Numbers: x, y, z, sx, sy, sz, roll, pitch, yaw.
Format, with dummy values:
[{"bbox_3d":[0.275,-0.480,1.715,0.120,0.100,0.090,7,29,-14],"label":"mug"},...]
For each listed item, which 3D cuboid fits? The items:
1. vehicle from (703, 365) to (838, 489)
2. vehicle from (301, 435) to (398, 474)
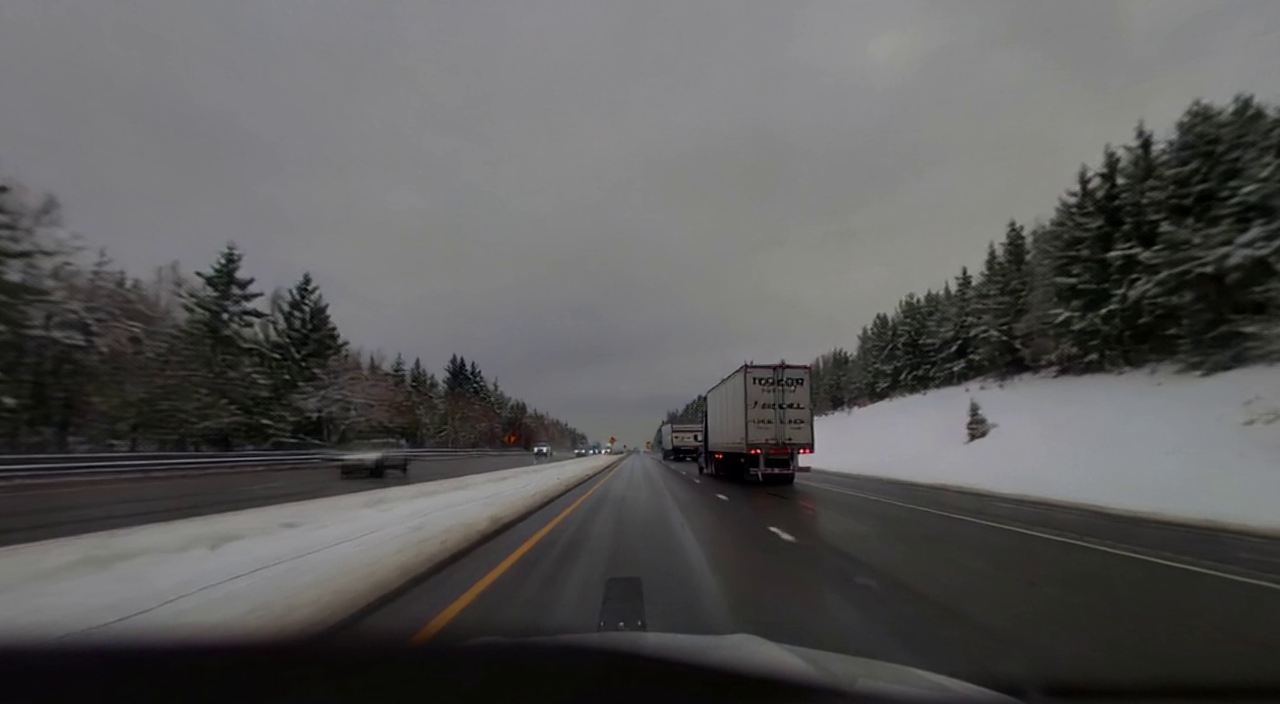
[{"bbox_3d":[5.018,3.558,28.005,2.929,4.093,14.258,0,-9,0],"label":"vehicle"},{"bbox_3d":[-11.934,4.271,26.259,1.879,1.464,4.504,0,-9,1],"label":"vehicle"}]
